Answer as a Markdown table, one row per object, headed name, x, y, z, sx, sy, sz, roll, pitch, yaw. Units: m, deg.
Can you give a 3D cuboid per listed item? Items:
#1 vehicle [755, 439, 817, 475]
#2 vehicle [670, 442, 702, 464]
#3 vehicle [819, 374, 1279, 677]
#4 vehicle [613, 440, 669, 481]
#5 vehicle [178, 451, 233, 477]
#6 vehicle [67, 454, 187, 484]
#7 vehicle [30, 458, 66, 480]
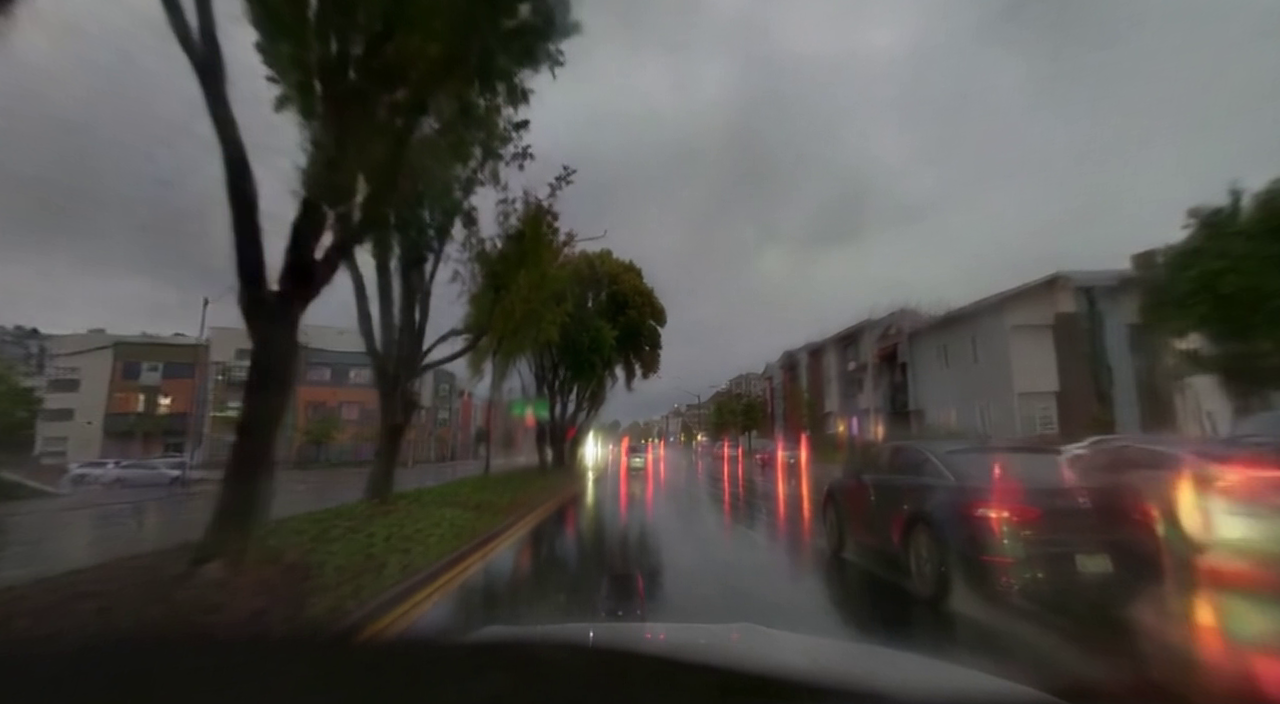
| name | x | y | z | sx | sy | sz | roll | pitch | yaw |
| --- | --- | --- | --- | --- | --- | --- | --- | --- | --- |
| vehicle | 7.530 | 5.456 | 33.023 | 2.115 | 1.739 | 4.528 | 0 | -9 | 0 |
| vehicle | 3.291 | 7.325 | 45.822 | 1.910 | 1.474 | 4.003 | 0 | -9 | -1 |
| vehicle | 3.222 | 1.288 | 5.716 | 1.949 | 1.723 | 4.020 | 0 | -9 | -1 |
| vehicle | 0.008 | 4.194 | 24.684 | 2.006 | 1.487 | 3.535 | 0 | -9 | -1 |
| vehicle | -30.904 | 7.930 | 44.879 | 4.272 | 1.704 | 2.031 | -7 | -11 | 40 |
| vehicle | -27.712 | 6.296 | 34.236 | 4.732 | 1.497 | 2.077 | -1 | -9 | 2 |
| vehicle | -42.305 | 8.344 | 45.218 | 1.653 | 1.446 | 3.567 | 6 | -12 | -40 |
